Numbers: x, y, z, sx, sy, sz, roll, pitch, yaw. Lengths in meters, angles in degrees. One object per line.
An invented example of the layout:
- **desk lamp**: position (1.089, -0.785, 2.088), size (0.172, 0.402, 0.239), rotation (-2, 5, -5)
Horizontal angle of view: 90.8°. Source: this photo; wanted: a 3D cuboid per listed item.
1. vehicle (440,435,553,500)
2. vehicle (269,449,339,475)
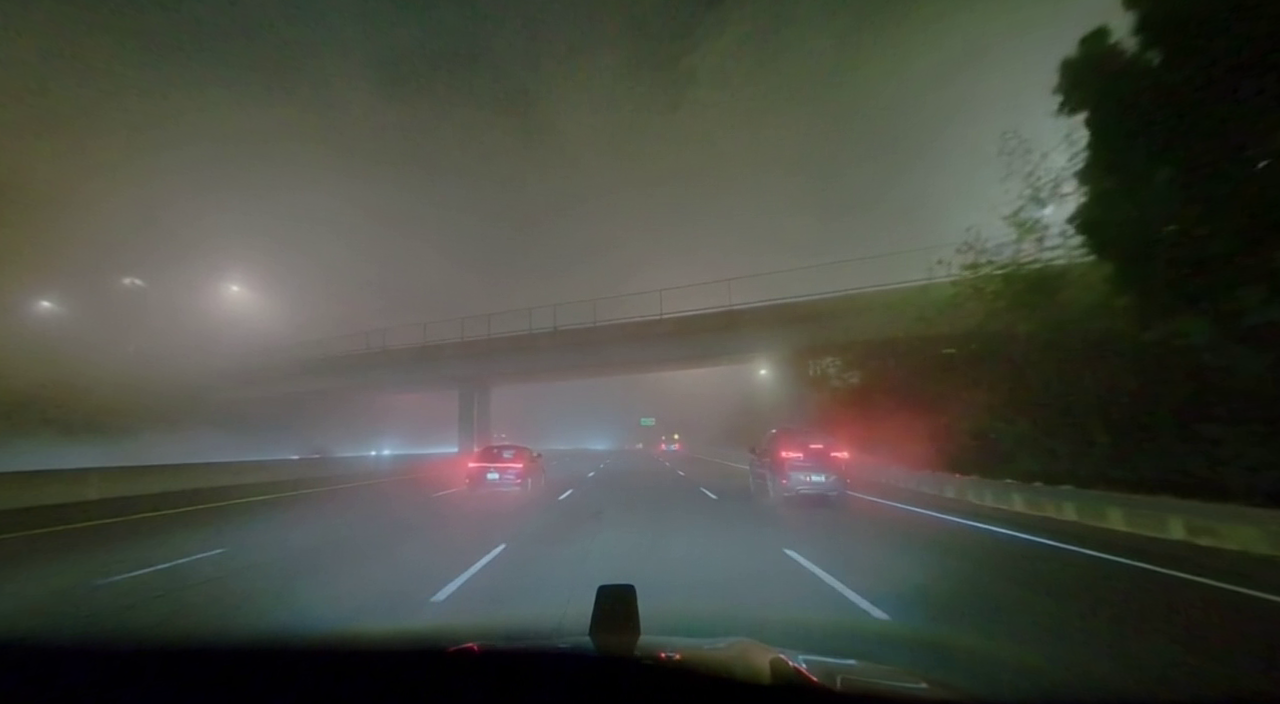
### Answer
- **vehicle**: position (-3.685, 3.051, 17.121), size (2.037, 1.514, 4.335), rotation (0, -8, 0)
- **vehicle**: position (-21.073, 6.906, 39.831), size (1.826, 1.453, 4.780), rotation (0, -8, -1)
